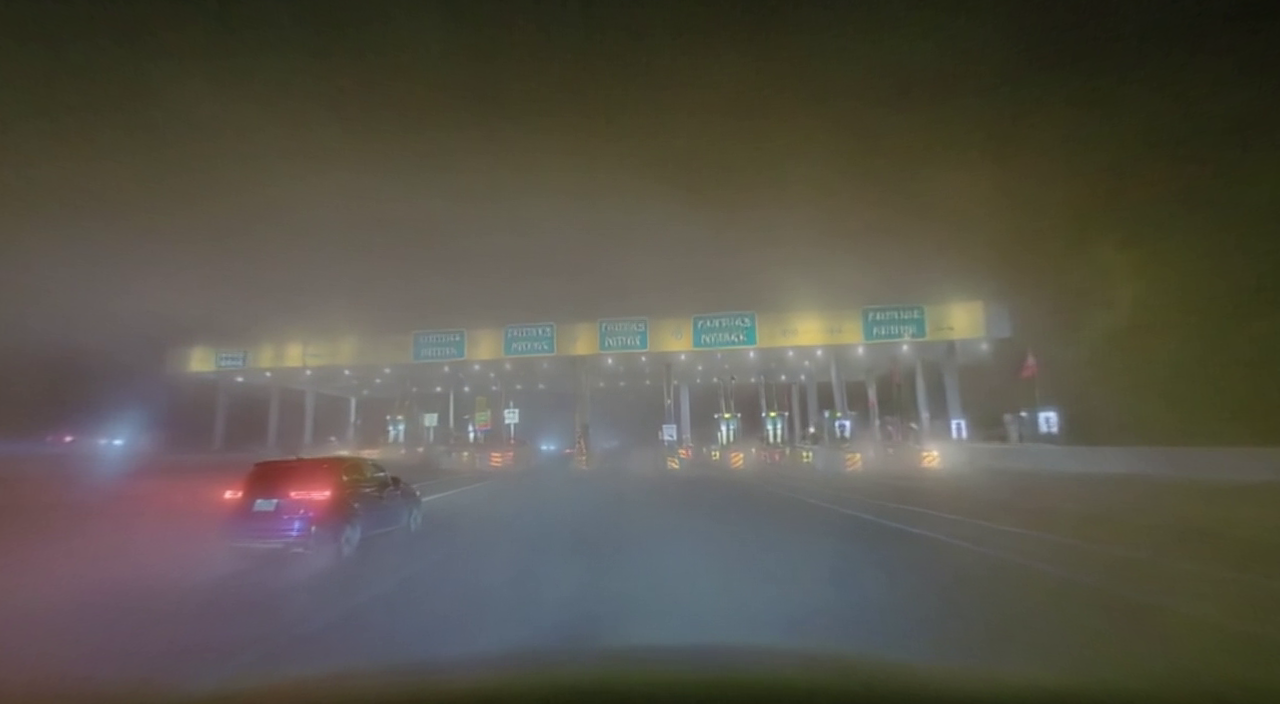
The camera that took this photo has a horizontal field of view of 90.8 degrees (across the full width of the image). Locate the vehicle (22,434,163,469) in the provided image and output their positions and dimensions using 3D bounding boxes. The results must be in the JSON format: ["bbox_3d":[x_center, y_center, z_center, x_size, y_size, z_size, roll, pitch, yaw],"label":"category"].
[{"bbox_3d":[-29.979,5.446,34.743,5.430,1.835,2.267,1,-9,-4],"label":"vehicle"}]

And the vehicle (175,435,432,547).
[{"bbox_3d":[-5.192,2.176,10.603,1.981,1.465,4.334,0,-8,-1],"label":"vehicle"}]
